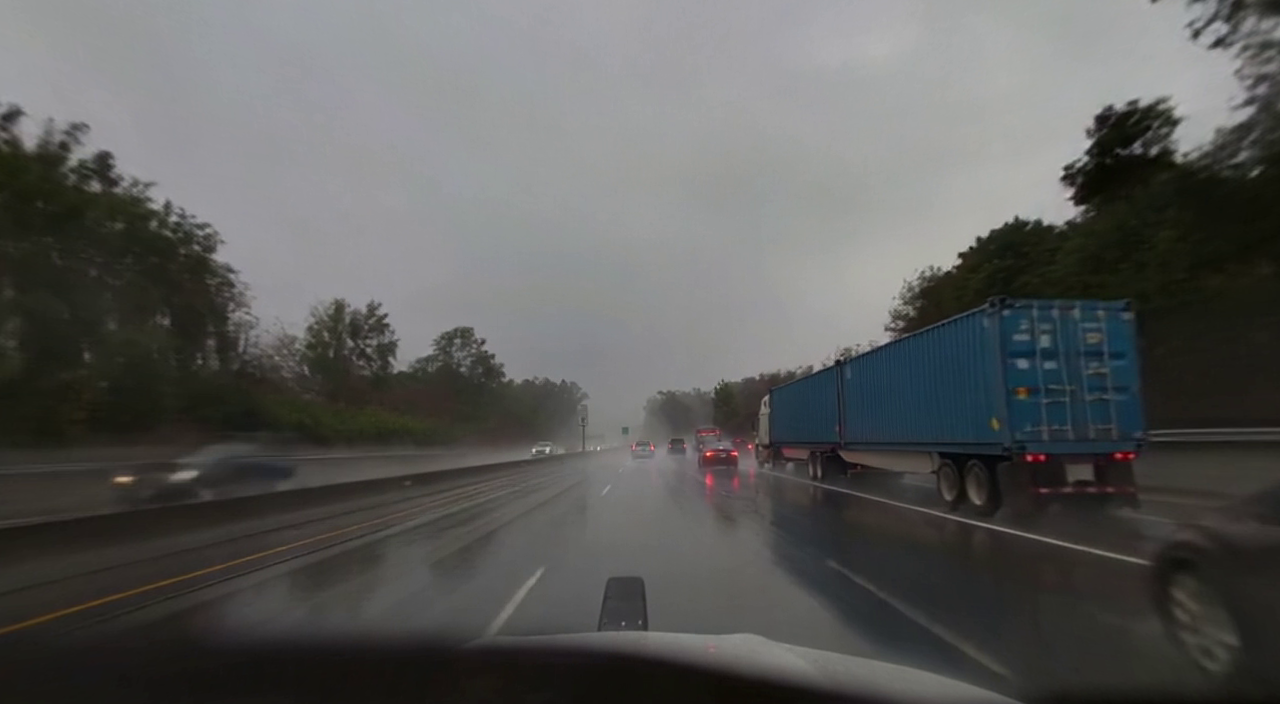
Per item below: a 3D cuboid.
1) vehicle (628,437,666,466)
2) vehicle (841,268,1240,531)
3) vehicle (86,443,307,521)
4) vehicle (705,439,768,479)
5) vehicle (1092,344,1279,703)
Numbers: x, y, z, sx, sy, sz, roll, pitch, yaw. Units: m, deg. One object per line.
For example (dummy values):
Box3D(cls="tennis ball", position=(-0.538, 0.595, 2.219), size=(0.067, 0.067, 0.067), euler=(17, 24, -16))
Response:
Box3D(cls="vehicle", position=(0.475, 6.449, 40.885), size=(2.313, 1.736, 4.215), euler=(0, -8, 1))
Box3D(cls="vehicle", position=(7.466, 1.331, 14.148), size=(2.784, 4.002, 9.298), euler=(0, -8, 0))
Box3D(cls="vehicle", position=(-10.300, 2.987, 15.142), size=(1.986, 1.581, 4.469), euler=(0, -8, 1))
Box3D(cls="vehicle", position=(3.924, 4.413, 26.291), size=(1.888, 1.501, 4.608), euler=(0, -8, 0))
Box3D(cls="vehicle", position=(3.774, 0.671, 1.712), size=(1.972, 1.693, 4.139), euler=(0, -8, 0))
